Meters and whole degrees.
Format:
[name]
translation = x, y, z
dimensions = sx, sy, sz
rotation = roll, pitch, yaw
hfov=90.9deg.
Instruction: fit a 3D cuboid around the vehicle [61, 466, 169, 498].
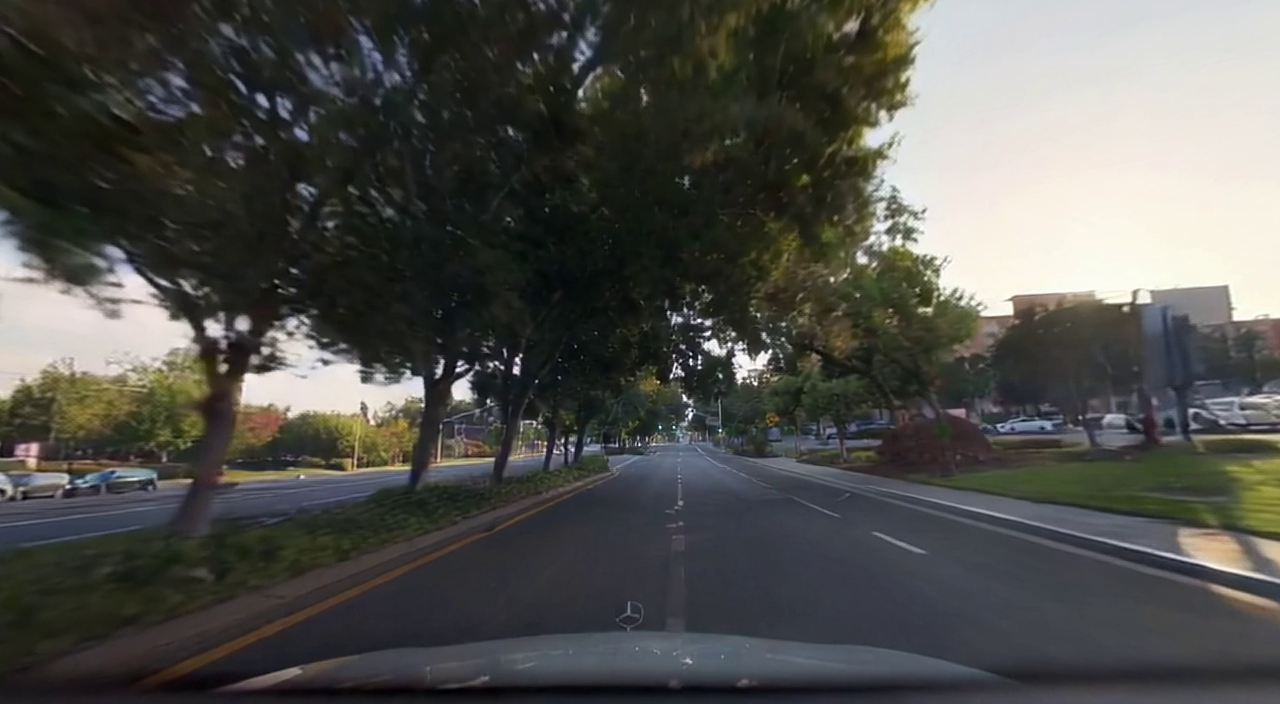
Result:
[vehicle]
translation = -29.695, 7.331, 35.864
dimensions = 1.906, 1.486, 4.617
rotation = -1, -8, 5
